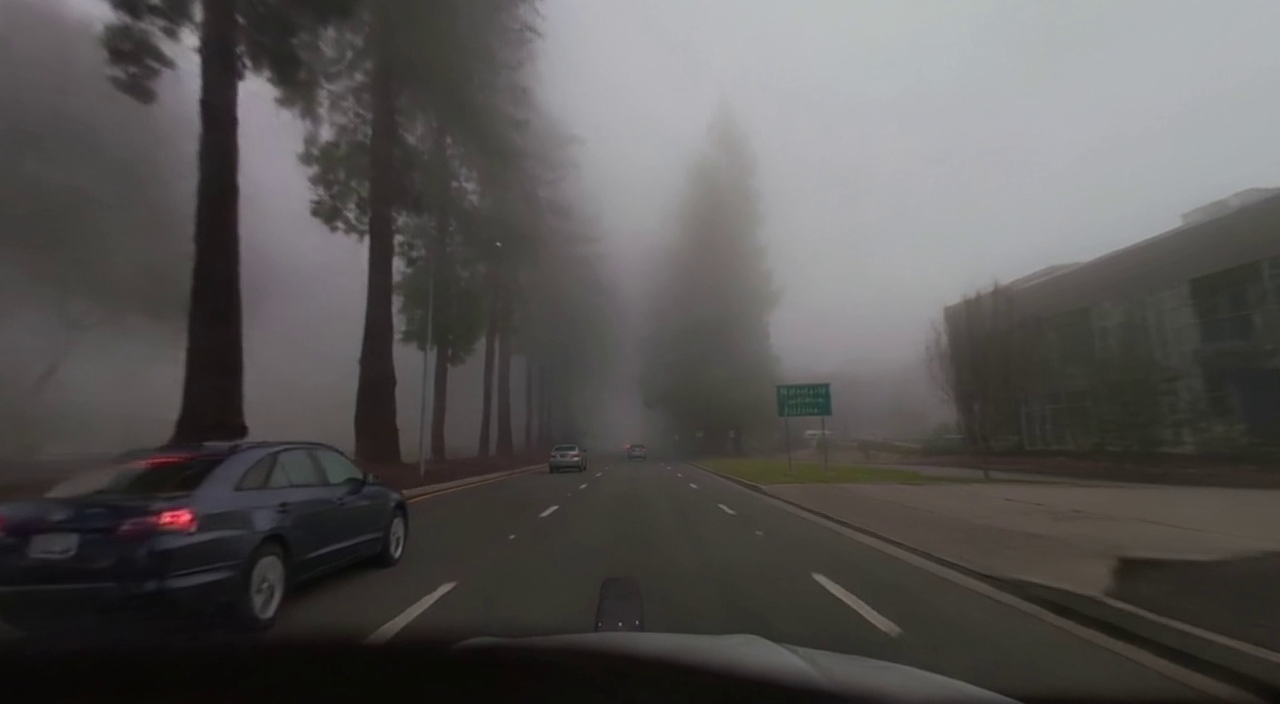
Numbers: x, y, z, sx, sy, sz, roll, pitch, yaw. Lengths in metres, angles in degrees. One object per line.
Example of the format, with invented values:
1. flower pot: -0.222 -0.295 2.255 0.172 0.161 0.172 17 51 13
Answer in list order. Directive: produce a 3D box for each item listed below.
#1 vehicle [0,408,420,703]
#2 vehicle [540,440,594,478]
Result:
1. vehicle: -3.464 1.320 4.999 1.862 1.478 4.369 0 -9 0
2. vehicle: -3.317 4.928 29.327 1.942 1.588 4.172 0 -9 1
